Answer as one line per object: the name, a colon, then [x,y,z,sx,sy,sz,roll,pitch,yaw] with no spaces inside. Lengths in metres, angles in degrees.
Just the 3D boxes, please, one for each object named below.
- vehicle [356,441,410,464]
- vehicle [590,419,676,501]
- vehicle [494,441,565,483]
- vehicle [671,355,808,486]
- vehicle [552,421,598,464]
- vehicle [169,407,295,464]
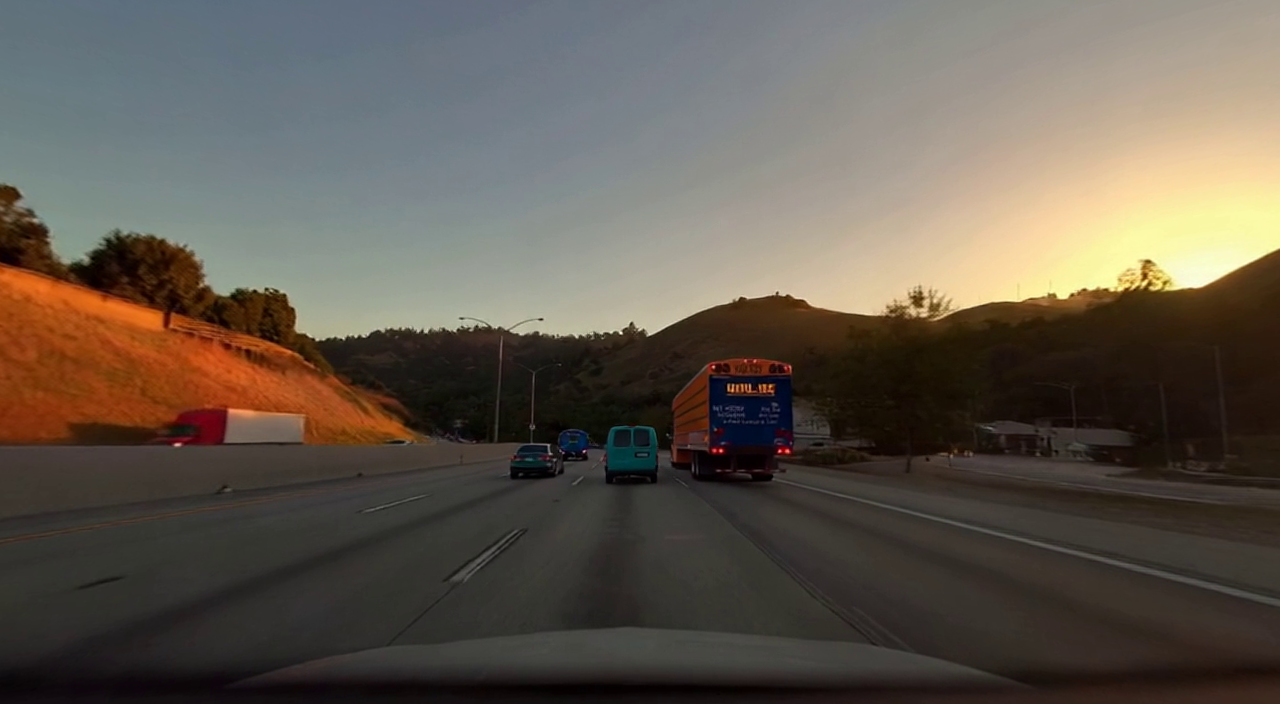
vehicle: [-18.146,7.113,44.820,2.037,1.505,4.575,0,-8,-2]
vehicle: [-0.264,2.898,17.267,2.037,1.929,4.343,0,-8,-3]
vehicle: [-4.184,4.231,24.565,2.039,1.453,4.197,0,-8,-1]
vehicle: [3.451,3.096,26.517,3.006,4.101,13.245,0,-8,-3]
vehicle: [-4.881,6.958,48.565,2.947,3.009,7.991,0,-8,-2]
vehicle: [-29.938,6.287,47.124,2.923,3.797,10.108,0,-8,-2]
